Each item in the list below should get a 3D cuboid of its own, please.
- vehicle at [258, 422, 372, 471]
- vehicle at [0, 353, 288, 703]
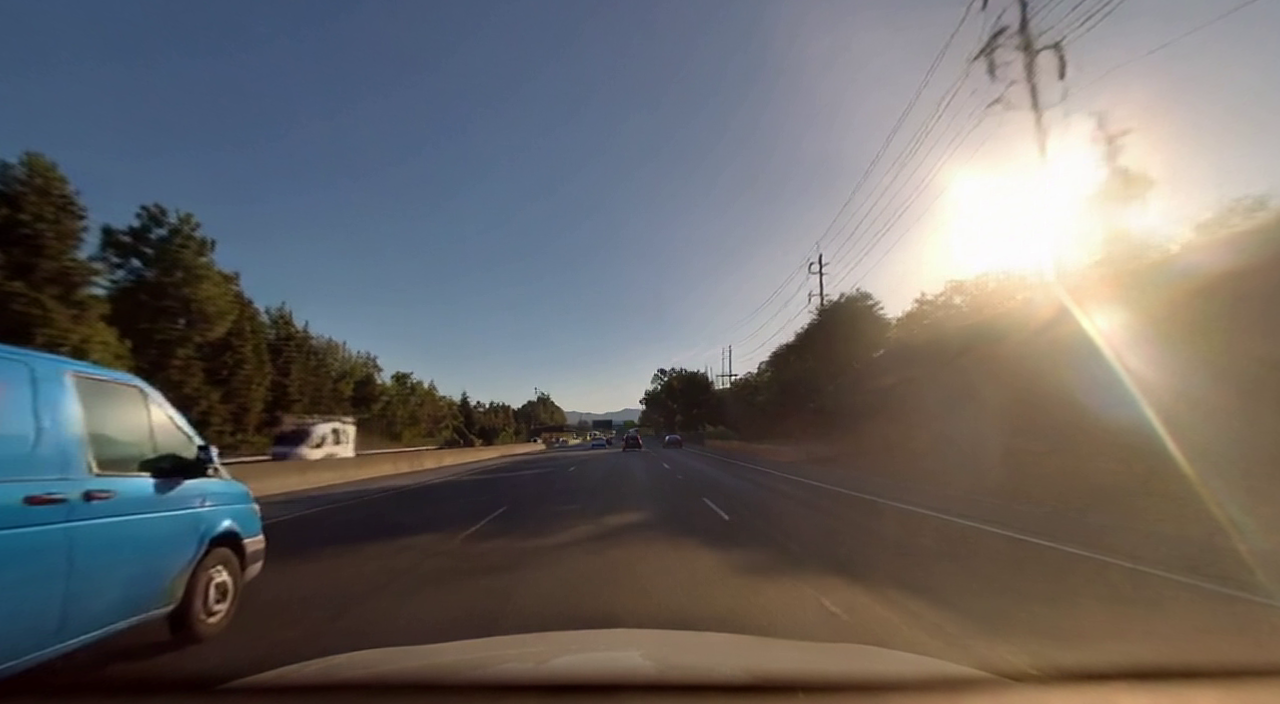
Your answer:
[{"bbox_3d":[-13.475,3.950,26.597,2.160,1.827,5.075,0,-8,-1],"label":"vehicle"},{"bbox_3d":[-3.979,0.851,2.735,2.146,1.709,4.856,0,-8,-1],"label":"vehicle"}]
